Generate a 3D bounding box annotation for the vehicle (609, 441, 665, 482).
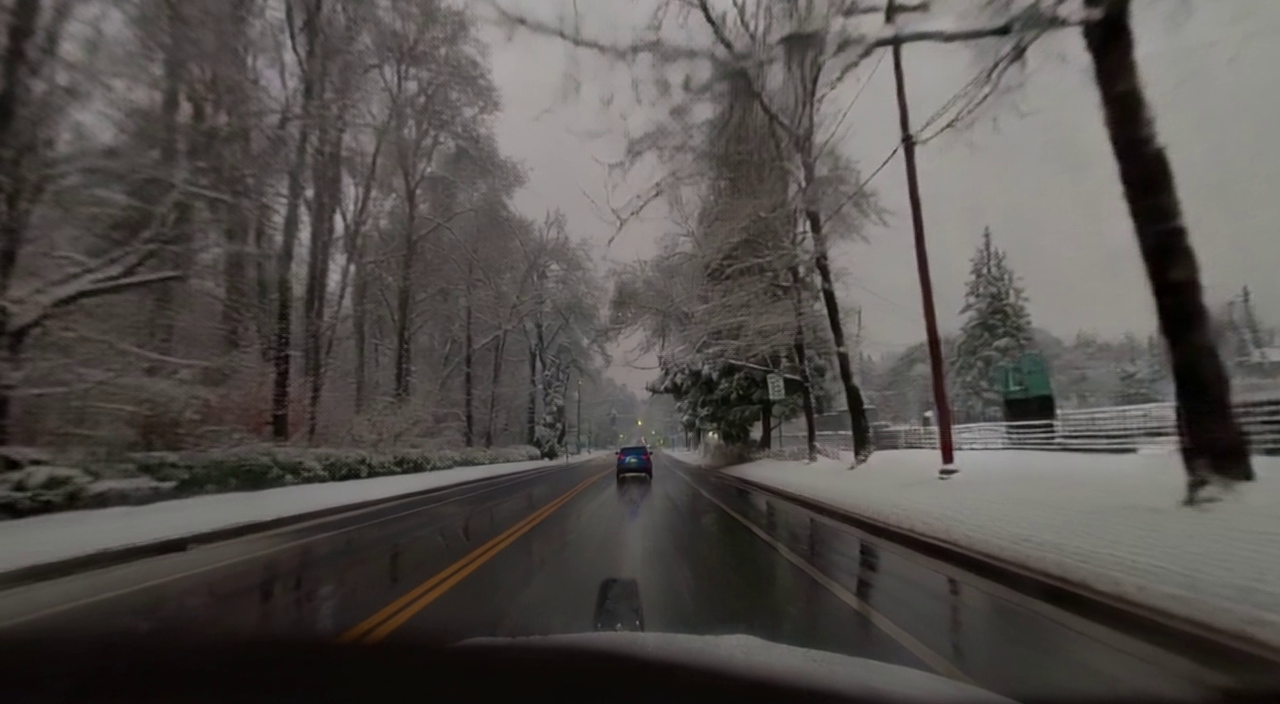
[{"bbox_3d":[-0.092,4.578,26.725,2.152,1.574,4.223,-1,-8,1],"label":"vehicle"}]
